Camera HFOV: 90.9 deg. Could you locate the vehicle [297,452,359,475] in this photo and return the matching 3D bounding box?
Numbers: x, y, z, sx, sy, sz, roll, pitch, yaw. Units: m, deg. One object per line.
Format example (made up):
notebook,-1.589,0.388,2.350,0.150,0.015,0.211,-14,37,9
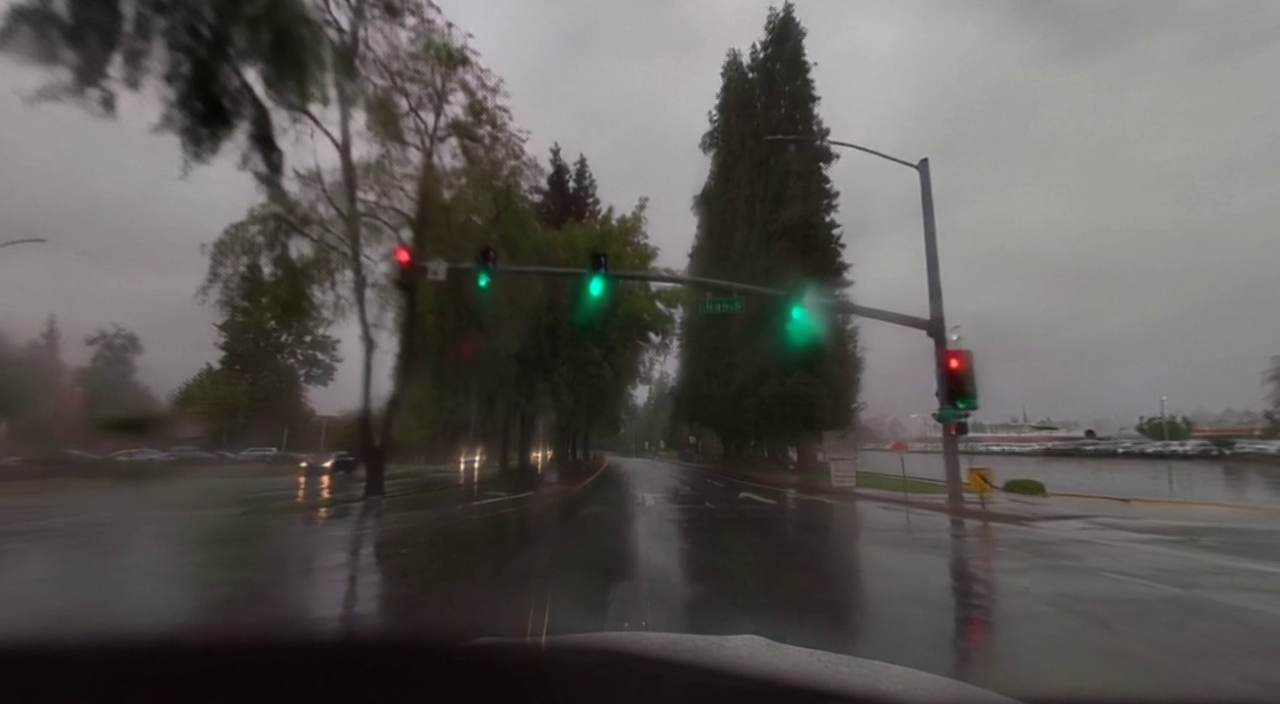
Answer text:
vehicle,-21.925,7.820,44.490,1.885,1.479,4.675,0,-8,1
